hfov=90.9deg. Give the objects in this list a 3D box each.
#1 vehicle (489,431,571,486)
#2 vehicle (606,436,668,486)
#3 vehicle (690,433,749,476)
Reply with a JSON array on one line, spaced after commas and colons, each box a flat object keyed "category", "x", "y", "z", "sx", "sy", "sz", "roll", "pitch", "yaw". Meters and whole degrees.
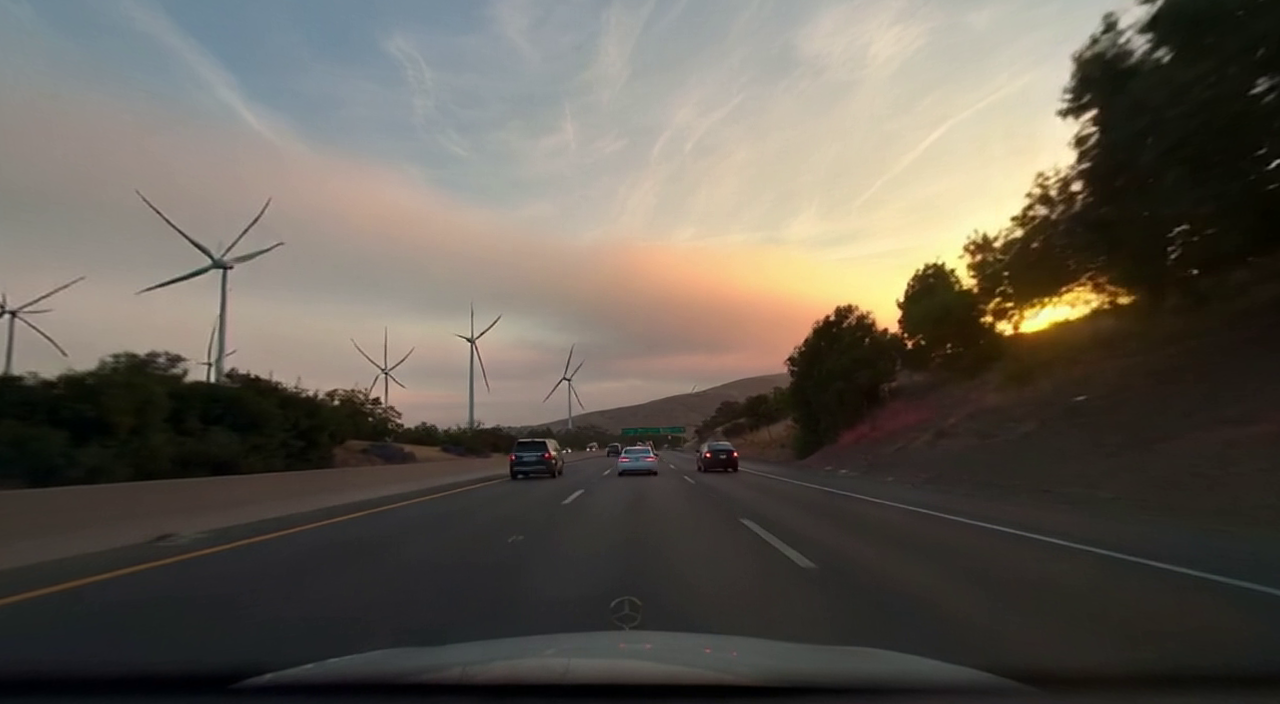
[{"category": "vehicle", "x": -3.907, "y": 3.896, "z": 23.293, "sx": 2.131, "sy": 1.784, "sz": 4.635, "roll": -1, "pitch": -9, "yaw": 1}, {"category": "vehicle", "x": -0.120, "y": 3.965, "z": 23.228, "sx": 2.083, "sy": 1.653, "sz": 3.787, "roll": 0, "pitch": -9, "yaw": 0}, {"category": "vehicle", "x": 3.679, "y": 4.878, "z": 30.211, "sx": 2.104, "sy": 1.861, "sz": 4.956, "roll": 0, "pitch": -9, "yaw": -1}]
